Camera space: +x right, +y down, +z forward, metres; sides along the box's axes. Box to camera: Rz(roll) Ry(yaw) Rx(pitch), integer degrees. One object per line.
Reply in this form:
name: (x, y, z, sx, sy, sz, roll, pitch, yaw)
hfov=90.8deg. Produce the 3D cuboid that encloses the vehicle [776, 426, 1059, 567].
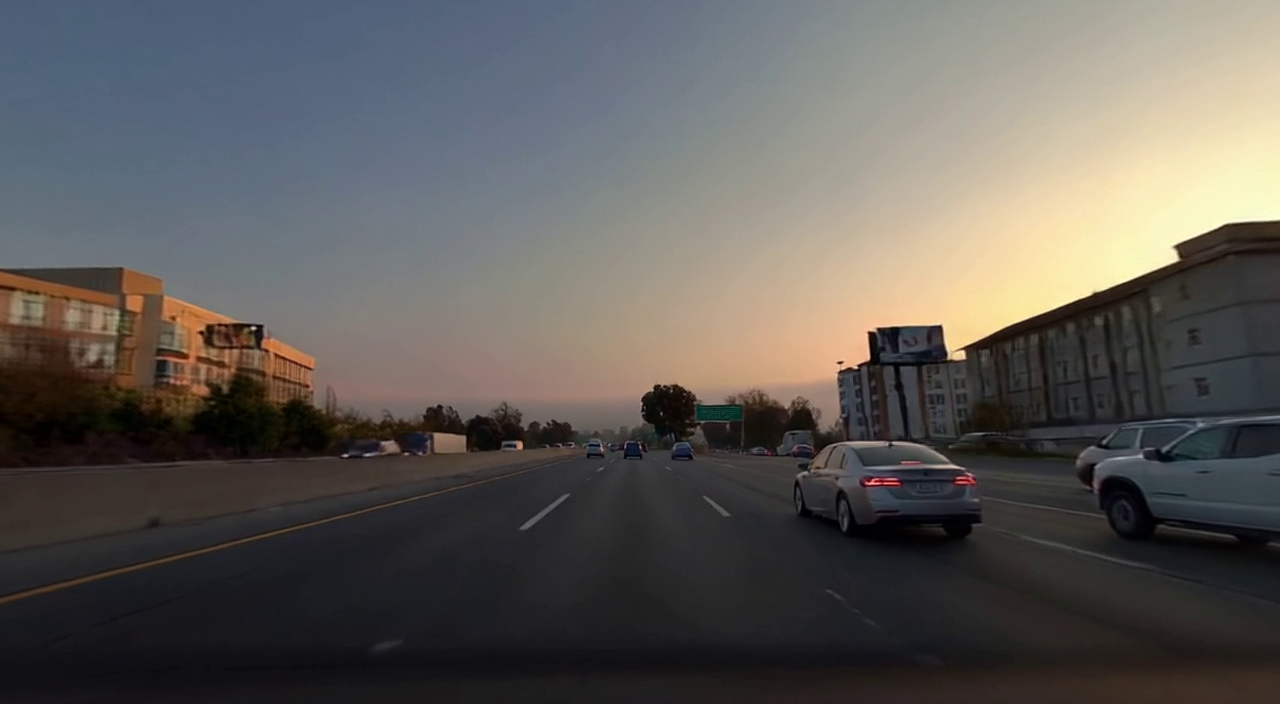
vehicle: (3.511, 1.914, 9.181, 1.987, 1.509, 4.512, 0, -9, -1)

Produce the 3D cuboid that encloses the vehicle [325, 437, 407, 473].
vehicle: (-15.148, 5.731, 35.299, 2.290, 1.858, 4.978, 0, -9, 1)

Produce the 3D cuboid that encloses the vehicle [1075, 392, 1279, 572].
vehicle: (7.557, 1.380, 6.823, 2.176, 1.793, 4.841, 0, -9, -1)
